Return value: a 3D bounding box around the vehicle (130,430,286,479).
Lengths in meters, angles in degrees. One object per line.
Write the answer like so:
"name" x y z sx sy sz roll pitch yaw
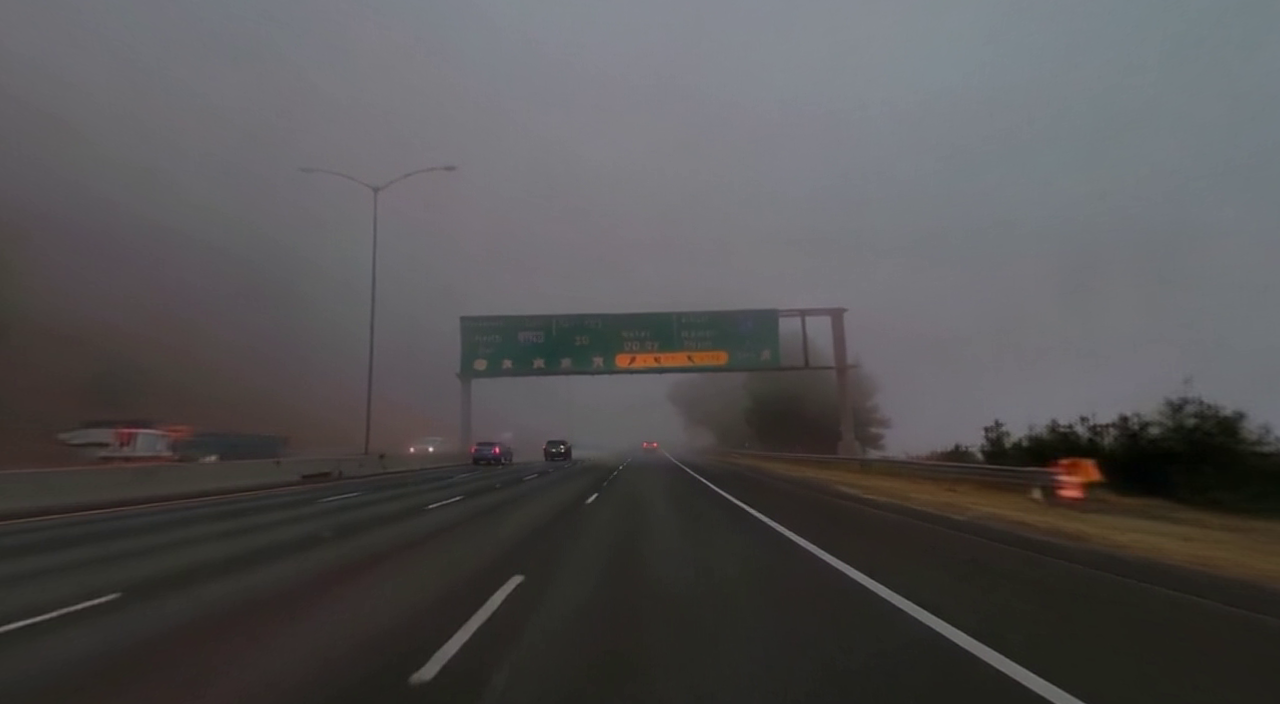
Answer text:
"vehicle" -18.791 4.528 27.979 2.447 1.910 6.271 0 -9 0

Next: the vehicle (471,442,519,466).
"vehicle" -9.762 6.880 42.747 2.122 1.511 4.576 0 -9 0

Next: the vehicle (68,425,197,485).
"vehicle" -30.049 6.091 37.620 3.063 3.267 5.329 0 -8 1
